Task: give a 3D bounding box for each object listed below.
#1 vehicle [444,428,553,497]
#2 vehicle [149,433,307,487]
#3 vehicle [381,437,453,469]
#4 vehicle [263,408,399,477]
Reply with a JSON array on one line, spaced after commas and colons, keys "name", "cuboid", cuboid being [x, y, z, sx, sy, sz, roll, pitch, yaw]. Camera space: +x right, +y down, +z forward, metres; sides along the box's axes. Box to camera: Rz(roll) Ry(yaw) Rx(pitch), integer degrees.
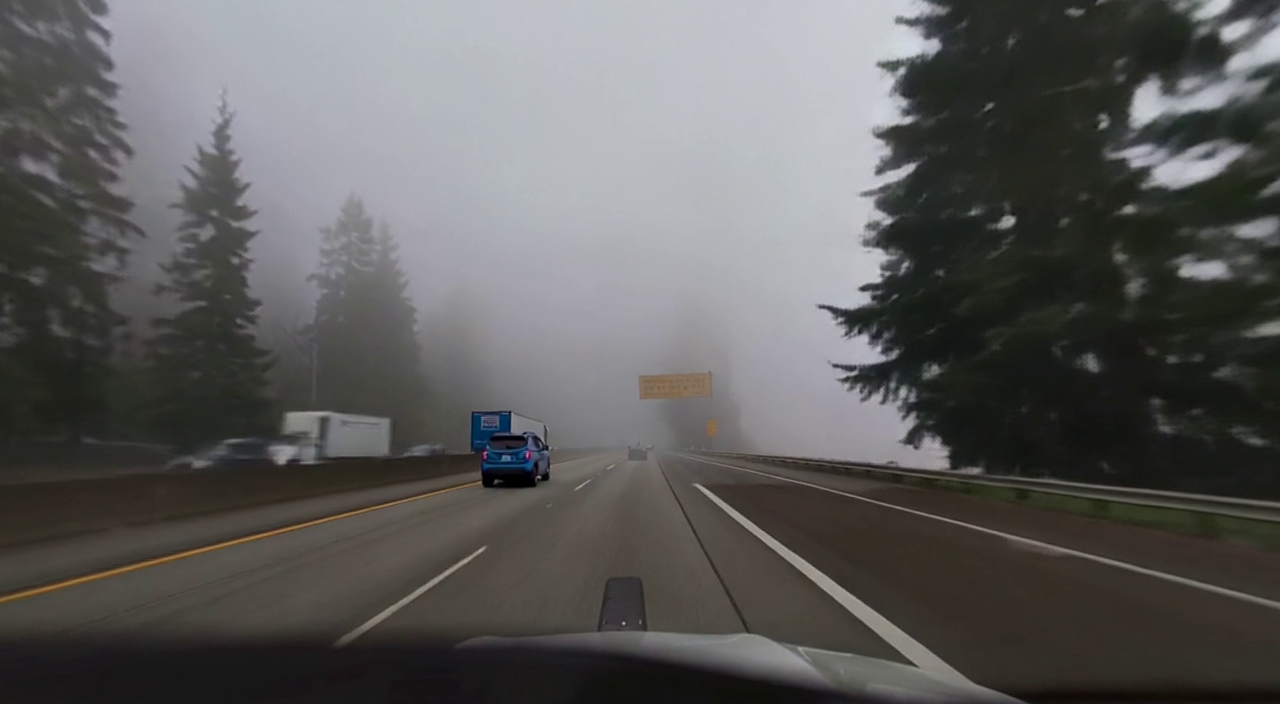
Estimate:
[{"name": "vehicle", "cuboid": [-3.912, 3.139, 18.319, 2.084, 1.752, 4.479, 0, -8, 1]}, {"name": "vehicle", "cuboid": [-16.876, 4.433, 26.432, 2.365, 1.955, 6.279, 0, -8, 0]}, {"name": "vehicle", "cuboid": [-13.177, 5.994, 37.743, 2.206, 1.752, 5.690, 0, -8, 1]}, {"name": "vehicle", "cuboid": [-16.813, 5.071, 35.322, 2.774, 3.321, 8.975, 0, -8, 2]}]
